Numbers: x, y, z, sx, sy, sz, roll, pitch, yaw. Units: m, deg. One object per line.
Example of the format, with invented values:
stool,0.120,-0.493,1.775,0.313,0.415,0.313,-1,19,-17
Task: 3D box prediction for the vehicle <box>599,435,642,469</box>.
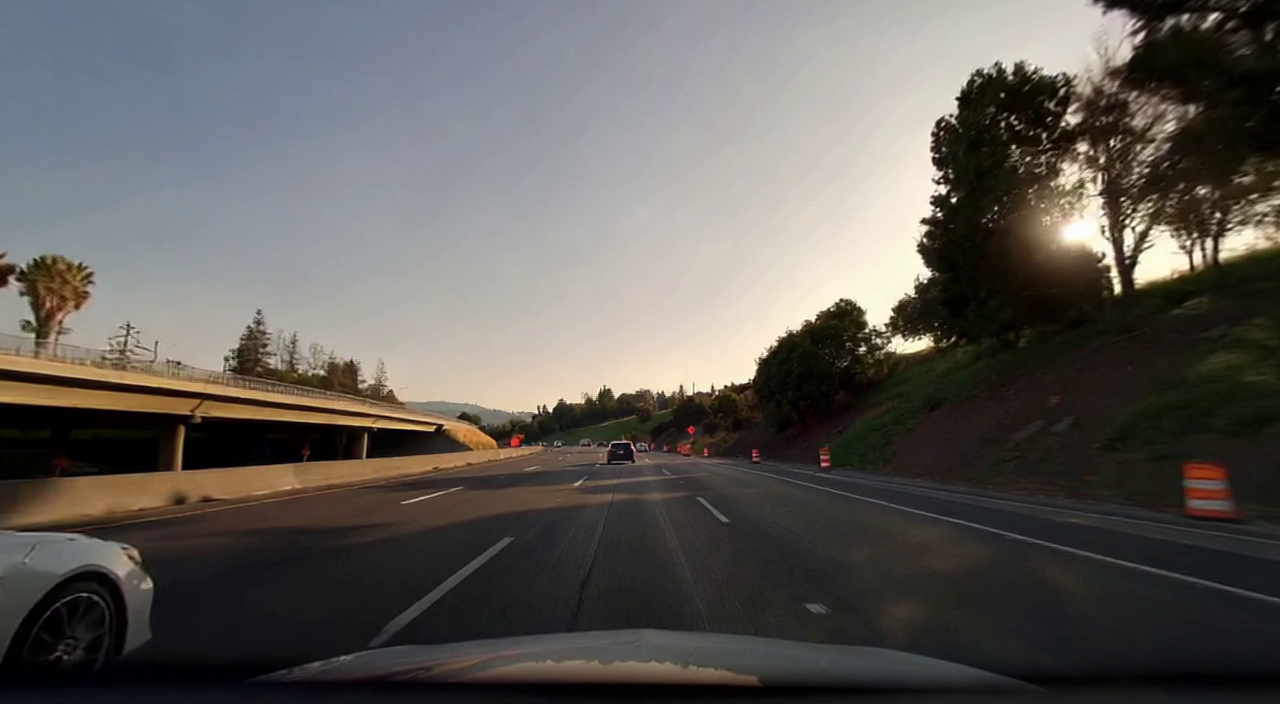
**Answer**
vehicle,-1.175,5.736,36.217,2.328,1.805,4.502,0,-8,-3
